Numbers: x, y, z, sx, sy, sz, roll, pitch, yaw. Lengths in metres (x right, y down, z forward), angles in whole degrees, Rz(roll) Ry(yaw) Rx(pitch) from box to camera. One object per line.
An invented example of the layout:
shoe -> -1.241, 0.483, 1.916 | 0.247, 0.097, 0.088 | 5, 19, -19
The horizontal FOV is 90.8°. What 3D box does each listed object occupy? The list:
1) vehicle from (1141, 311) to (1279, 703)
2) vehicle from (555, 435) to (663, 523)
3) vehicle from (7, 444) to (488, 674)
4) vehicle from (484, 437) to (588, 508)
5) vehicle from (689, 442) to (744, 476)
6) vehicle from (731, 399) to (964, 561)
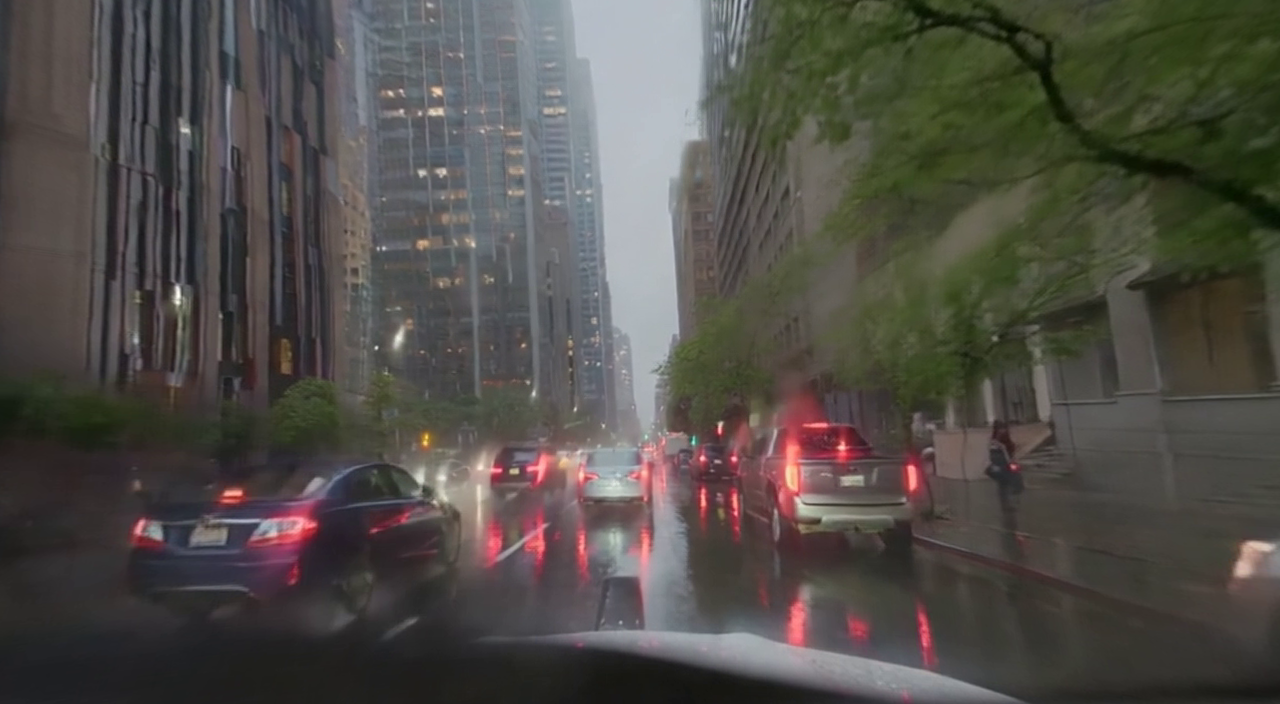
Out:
vehicle -> 3.187, 0.473, 0.431 | 1.971, 1.749, 4.564 | 0, -8, 1
vehicle -> -0.530, 2.736, 14.153 | 2.076, 1.667, 3.948 | -1, -8, 2
vehicle -> -3.139, 1.688, 6.414 | 1.940, 1.481, 4.376 | -1, -8, 2
vehicle -> -2.905, 3.486, 18.798 | 2.000, 1.818, 4.668 | -1, -8, 4
vehicle -> 3.533, 4.984, 29.863 | 2.065, 1.461, 4.181 | 0, -8, 0
vehicle -> 2.866, 1.920, 10.185 | 2.352, 1.953, 4.798 | -1, -8, 4
